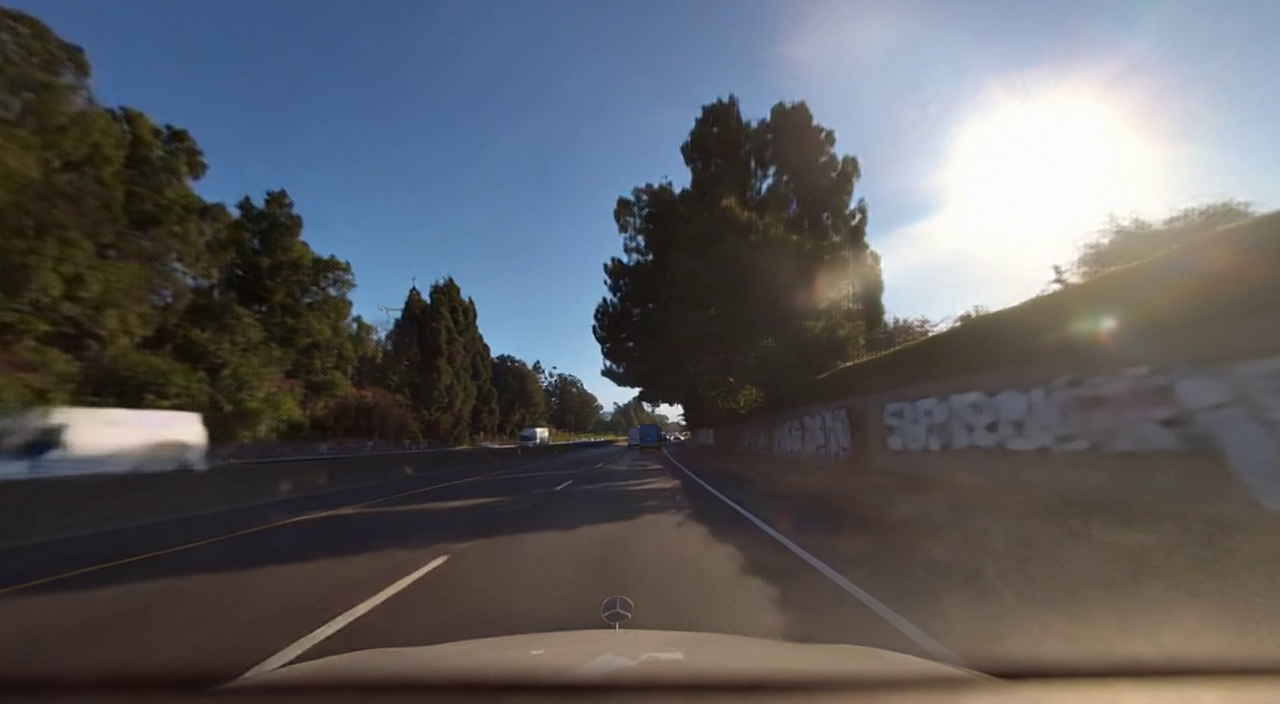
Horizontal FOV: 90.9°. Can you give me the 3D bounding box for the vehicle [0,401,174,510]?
[{"bbox_3d":[-14.507,2.461,15.313,2.452,2.234,5.008,0,-8,0],"label":"vehicle"}]
